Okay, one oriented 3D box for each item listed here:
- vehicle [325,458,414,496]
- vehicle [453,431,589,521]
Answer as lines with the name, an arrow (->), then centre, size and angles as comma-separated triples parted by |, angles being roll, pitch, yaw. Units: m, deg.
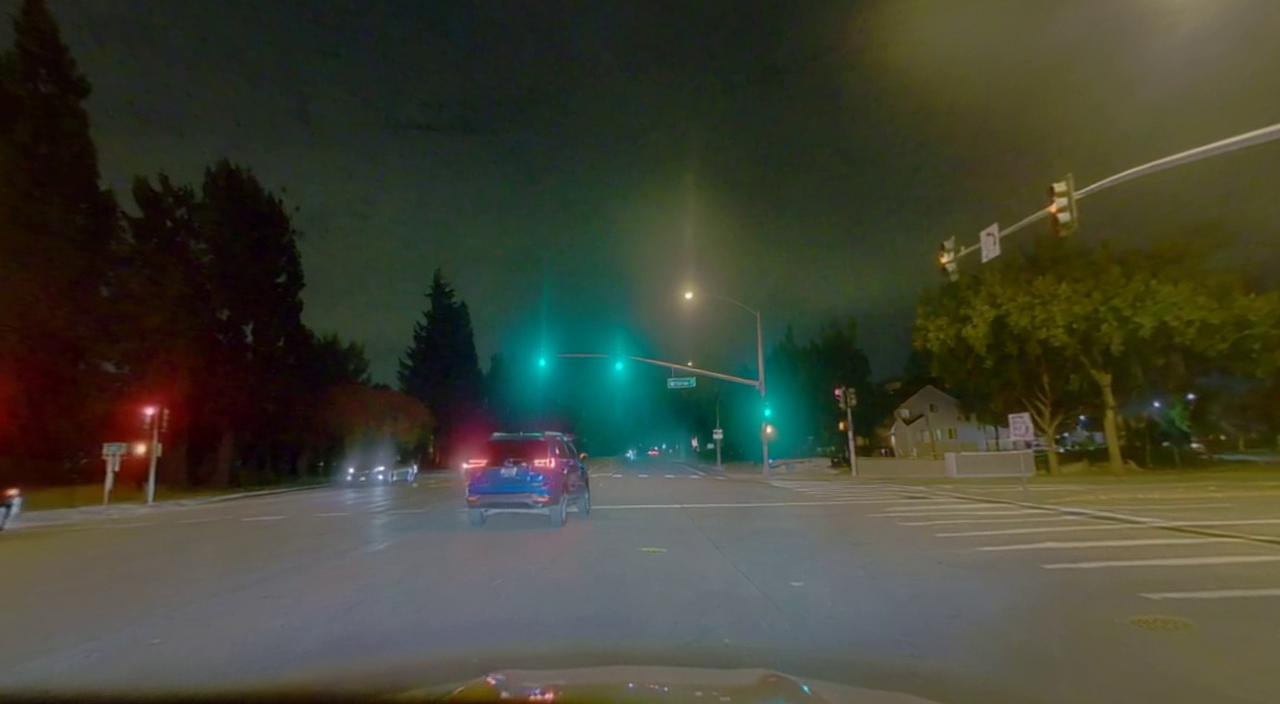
vehicle -> -12.153, 5.609, 28.635 | 1.980, 1.452, 4.318 | 0, -8, 2
vehicle -> -2.579, 2.822, 14.937 | 2.123, 1.799, 4.425 | -1, -8, 3
